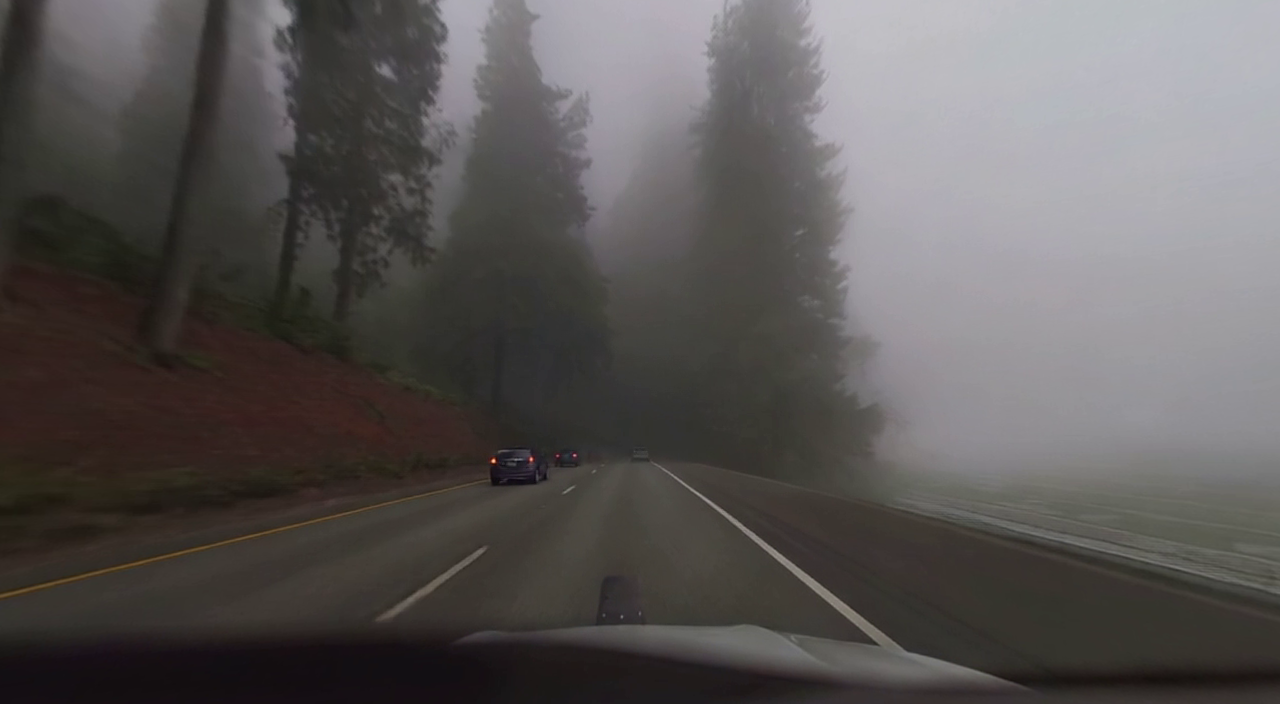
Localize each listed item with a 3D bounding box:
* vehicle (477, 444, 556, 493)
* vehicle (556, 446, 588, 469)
[{"bbox_3d":[-4.109,3.909,21.616,1.897,1.481,3.859,0,-8,0],"label":"vehicle"},{"bbox_3d":[-4.736,7.392,44.544,1.838,1.508,4.317,0,-8,0],"label":"vehicle"}]
